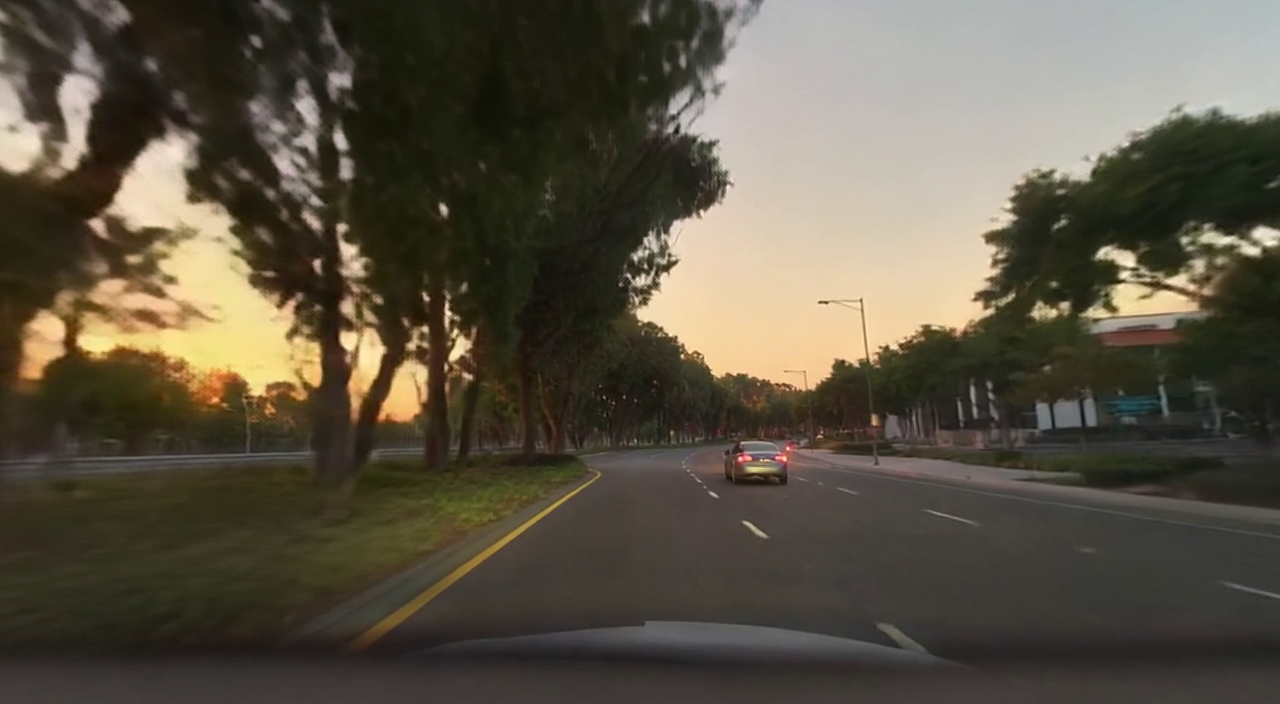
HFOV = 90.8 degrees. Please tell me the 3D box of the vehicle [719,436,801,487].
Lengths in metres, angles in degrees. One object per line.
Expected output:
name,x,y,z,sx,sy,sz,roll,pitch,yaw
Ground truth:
vehicle,3.870,3.612,21.165,1.928,1.481,4.453,0,-8,0
